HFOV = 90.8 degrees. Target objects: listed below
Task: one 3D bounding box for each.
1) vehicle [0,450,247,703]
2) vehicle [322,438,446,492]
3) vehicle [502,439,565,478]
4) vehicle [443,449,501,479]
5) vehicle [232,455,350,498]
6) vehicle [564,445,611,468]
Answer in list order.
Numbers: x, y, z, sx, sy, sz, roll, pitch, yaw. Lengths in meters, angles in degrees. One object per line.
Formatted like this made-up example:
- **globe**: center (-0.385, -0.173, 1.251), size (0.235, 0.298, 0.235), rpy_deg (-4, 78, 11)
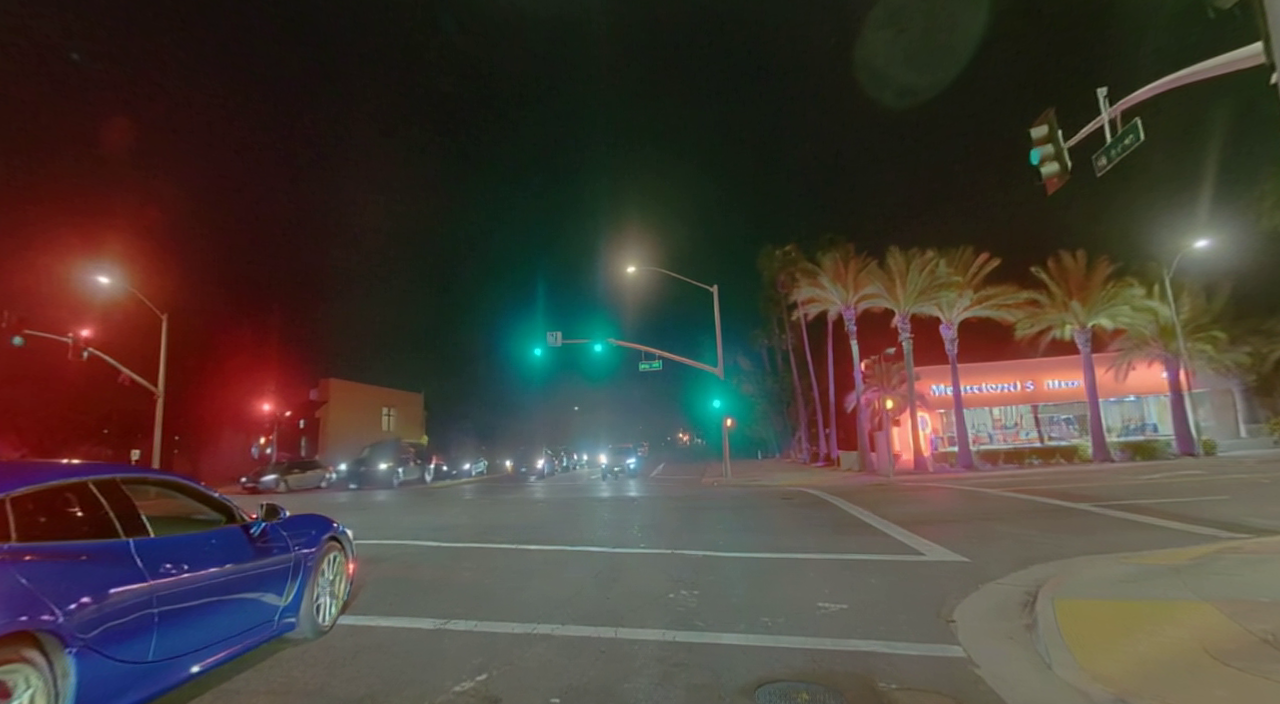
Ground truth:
- **vehicle**: center (-3.706, 1.025, 2.256), size (1.850, 1.325, 4.295), rpy_deg (0, -9, 0)
- **vehicle**: center (-9.573, 4.263, 24.267), size (2.152, 1.825, 5.406), rpy_deg (-1, -9, 4)
- **vehicle**: center (-5.027, 5.093, 30.538), size (2.092, 1.709, 4.775), rpy_deg (0, -9, 2)
- **vehicle**: center (-10.988, 7.338, 41.642), size (1.870, 1.705, 4.426), rpy_deg (-7, -10, 11)
- **vehicle**: center (-13.299, 4.748, 24.427), size (1.880, 1.440, 4.418), rpy_deg (-1, -9, 3)
- **vehicle**: center (-3.513, 7.078, 42.935), size (1.839, 1.468, 4.549), rpy_deg (-2, -9, 13)
